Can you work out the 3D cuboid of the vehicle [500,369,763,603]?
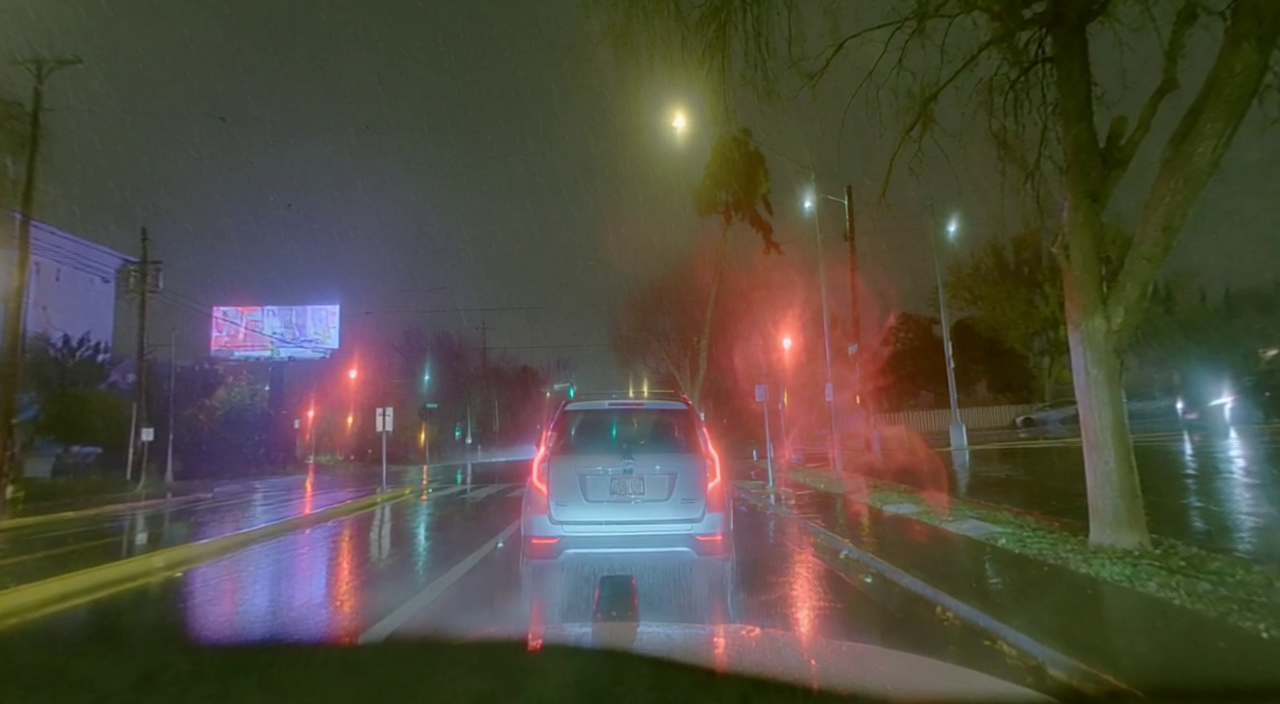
[{"bbox_3d":[-0.066,1.364,7.142,2.142,1.904,3.816,-1,-8,0],"label":"vehicle"}]

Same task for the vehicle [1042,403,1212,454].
[{"bbox_3d":[15.263,2.449,19.950,3.750,1.502,1.781,-2,-8,13],"label":"vehicle"}]
